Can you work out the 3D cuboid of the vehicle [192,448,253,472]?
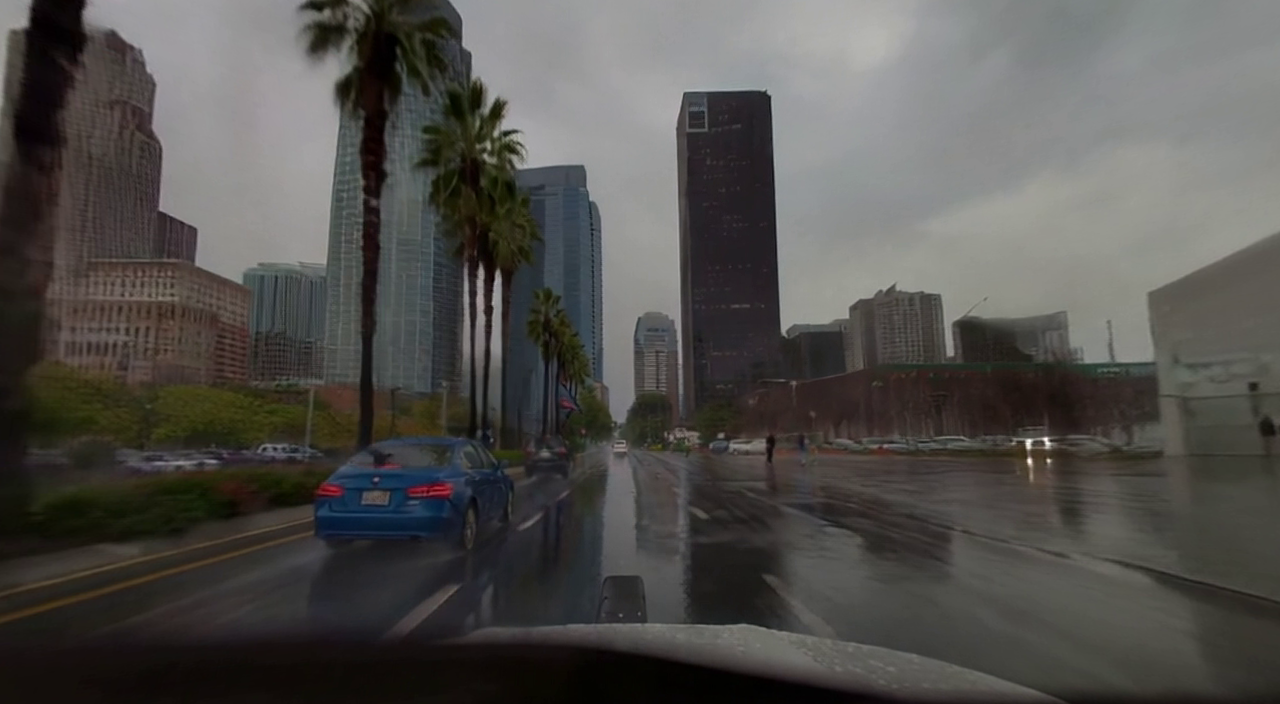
[{"bbox_3d":[-31.556,8.154,47.918,1.835,1.664,3.972,0,-8,1],"label":"vehicle"}]

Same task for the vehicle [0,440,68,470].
[{"bbox_3d":[-42.963,7.127,43.841,4.367,1.957,2.099,0,-8,-2],"label":"vehicle"}]

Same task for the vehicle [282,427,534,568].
[{"bbox_3d":[-2.937,1.941,9.246,2.071,1.544,4.383,0,-8,-1],"label":"vehicle"}]

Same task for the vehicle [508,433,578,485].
[{"bbox_3d":[-3.384,3.799,22.682,1.894,1.702,3.999,0,-8,0],"label":"vehicle"}]

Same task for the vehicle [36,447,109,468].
[{"bbox_3d":[-43.199,8.021,48.139,3.721,1.477,1.828,0,-8,-3],"label":"vehicle"}]

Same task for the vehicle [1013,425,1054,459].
[{"bbox_3d":[23.975,5.493,38.462,1.679,1.923,3.703,-6,-10,36],"label":"vehicle"}]

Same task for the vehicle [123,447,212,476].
[{"bbox_3d":[-31.197,7.211,41.969,1.947,1.763,5.176,0,-9,-1],"label":"vehicle"}]
